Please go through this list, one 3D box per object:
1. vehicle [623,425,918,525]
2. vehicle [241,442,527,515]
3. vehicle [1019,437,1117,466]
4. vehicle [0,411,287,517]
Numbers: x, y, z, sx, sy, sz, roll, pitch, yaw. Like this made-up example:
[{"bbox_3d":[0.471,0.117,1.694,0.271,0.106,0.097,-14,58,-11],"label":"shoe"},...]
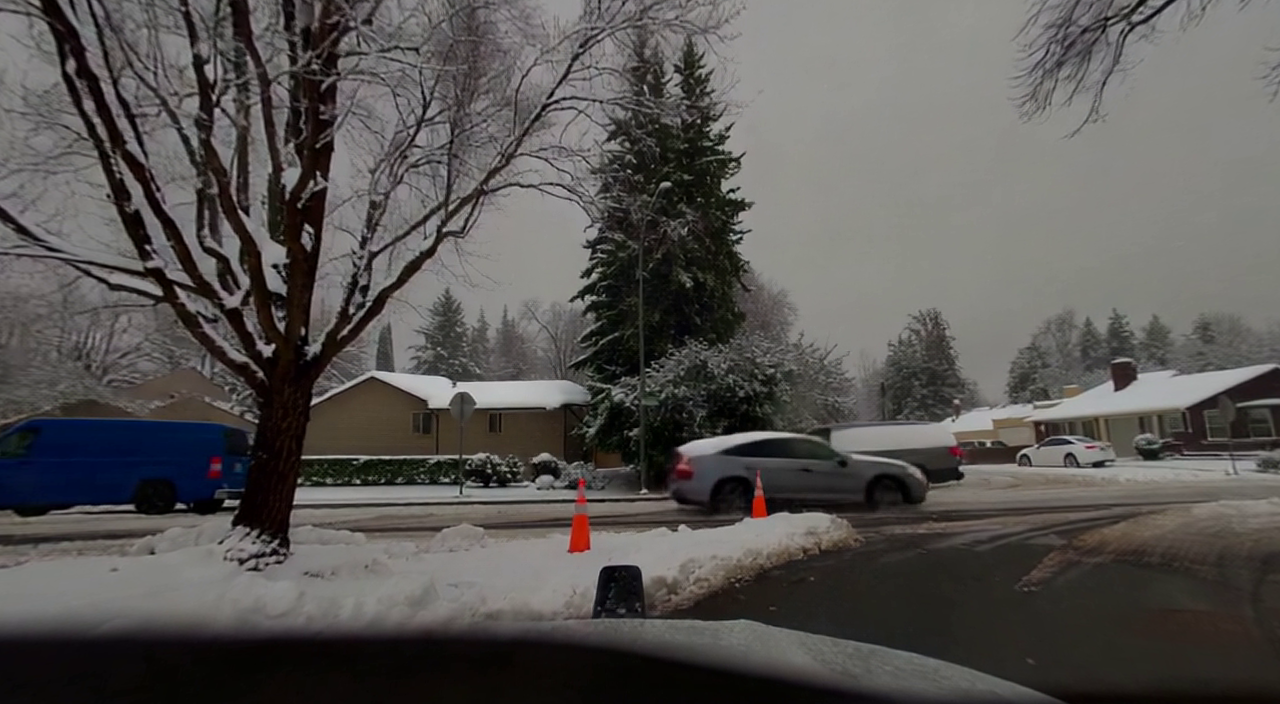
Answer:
[{"bbox_3d":[2.078,2.109,11.176,4.684,1.556,2.087,1,-8,-4],"label":"vehicle"},{"bbox_3d":[-6.637,3.381,17.387,6.643,1.777,2.925,1,-9,-5],"label":"vehicle"},{"bbox_3d":[22.496,5.244,33.258,3.863,1.453,1.826,1,-8,-4],"label":"vehicle"},{"bbox_3d":[-14.254,3.051,16.933,7.824,2.323,2.863,-2,-10,-3],"label":"vehicle"}]
